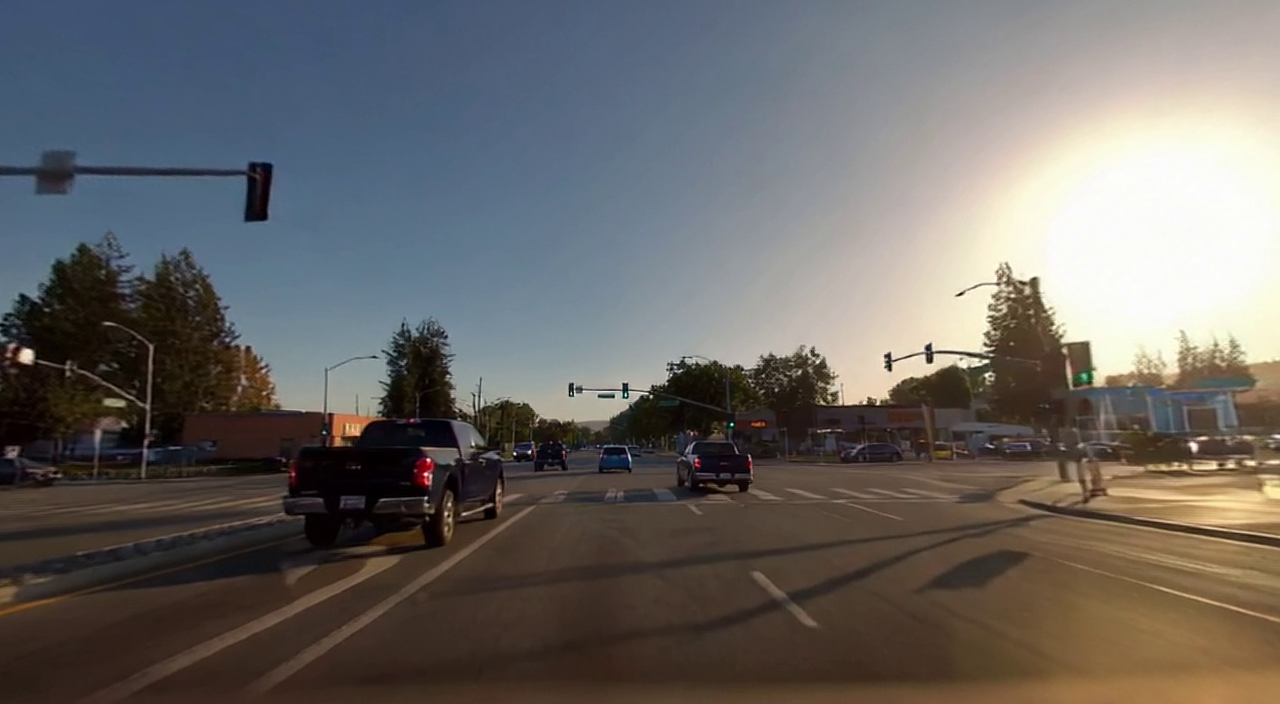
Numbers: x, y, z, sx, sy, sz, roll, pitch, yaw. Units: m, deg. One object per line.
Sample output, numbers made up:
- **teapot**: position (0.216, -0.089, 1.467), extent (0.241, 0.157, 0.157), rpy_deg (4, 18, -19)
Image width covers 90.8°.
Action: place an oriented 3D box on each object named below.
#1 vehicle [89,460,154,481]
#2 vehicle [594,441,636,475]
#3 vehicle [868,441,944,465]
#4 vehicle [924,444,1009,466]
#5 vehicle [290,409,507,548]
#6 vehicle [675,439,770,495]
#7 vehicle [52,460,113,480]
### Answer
- **vehicle**: position (-40.281, 9.178, 49.191), extent (1.802, 1.447, 4.432), rpy_deg (1, -9, -8)
- **vehicle**: position (-1.324, 5.406, 32.440), extent (2.029, 1.605, 3.827), rpy_deg (1, -9, -4)
- **vehicle**: position (20.582, 7.820, 48.975), extent (4.950, 1.760, 2.213), rpy_deg (1, -9, -10)
- **vehicle**: position (21.990, 6.940, 42.624), extent (4.789, 1.455, 1.986), rpy_deg (2, -9, -10)
- **vehicle**: position (-3.967, 2.189, 11.718), extent (2.195, 1.905, 5.634), rpy_deg (1, -9, -5)
- **vehicle**: position (2.362, 3.455, 19.350), extent (2.061, 1.487, 4.462), rpy_deg (1, -9, -4)
- **vehicle**: position (-42.724, 9.019, 48.492), extent (1.593, 1.399, 3.698), rpy_deg (1, -8, -7)
